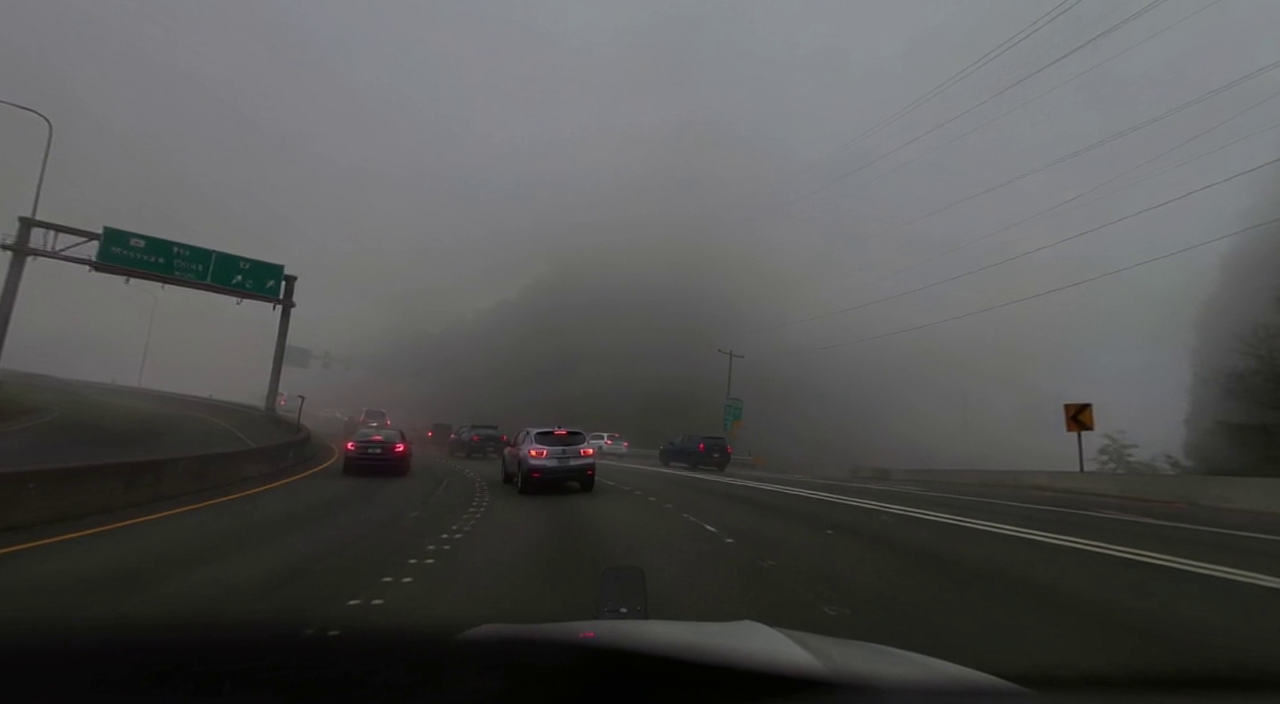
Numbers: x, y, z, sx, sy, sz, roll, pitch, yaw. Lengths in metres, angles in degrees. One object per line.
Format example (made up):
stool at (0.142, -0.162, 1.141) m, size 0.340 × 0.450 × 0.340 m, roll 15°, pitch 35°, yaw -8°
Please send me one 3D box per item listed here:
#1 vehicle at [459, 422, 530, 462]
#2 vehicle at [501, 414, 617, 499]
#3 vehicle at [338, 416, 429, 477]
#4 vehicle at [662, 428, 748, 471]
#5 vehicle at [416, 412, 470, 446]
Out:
vehicle at (-6.018, 3.695, 25.734) m, size 1.832 × 1.473 × 4.364 m, roll 4°, pitch -9°, yaw -26°
vehicle at (-2.107, 2.476, 15.287) m, size 2.140 × 1.724 × 4.304 m, roll 2°, pitch -9°, yaw -16°
vehicle at (-7.198, 2.713, 18.159) m, size 2.033 × 1.501 × 4.623 m, roll 3°, pitch -9°, yaw -18°
vehicle at (2.896, 4.528, 29.312) m, size 2.079 × 1.807 × 4.682 m, roll 3°, pitch -9°, yaw -20°
vehicle at (-11.638, 4.595, 37.065) m, size 2.042 × 1.817 × 4.650 m, roll 5°, pitch -10°, yaw -29°
